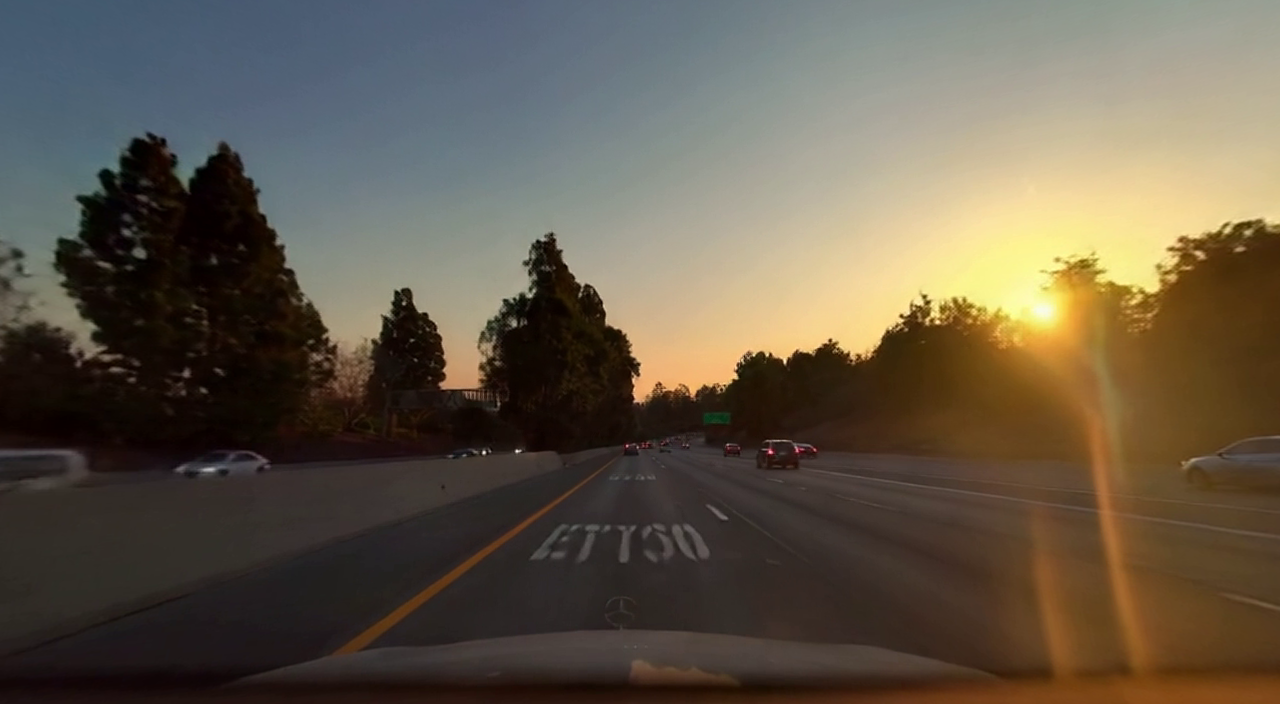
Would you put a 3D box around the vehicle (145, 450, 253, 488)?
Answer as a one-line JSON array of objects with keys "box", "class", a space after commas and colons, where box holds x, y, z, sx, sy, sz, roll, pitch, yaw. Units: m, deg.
[{"box": [-20.986, 5.536, 30.369, 1.879, 1.647, 4.631, 0, -9, -1], "class": "vehicle"}]

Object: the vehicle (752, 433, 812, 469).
[{"box": [7.670, 5.407, 34.587, 2.098, 1.820, 4.505, 0, -9, -2], "class": "vehicle"}]
